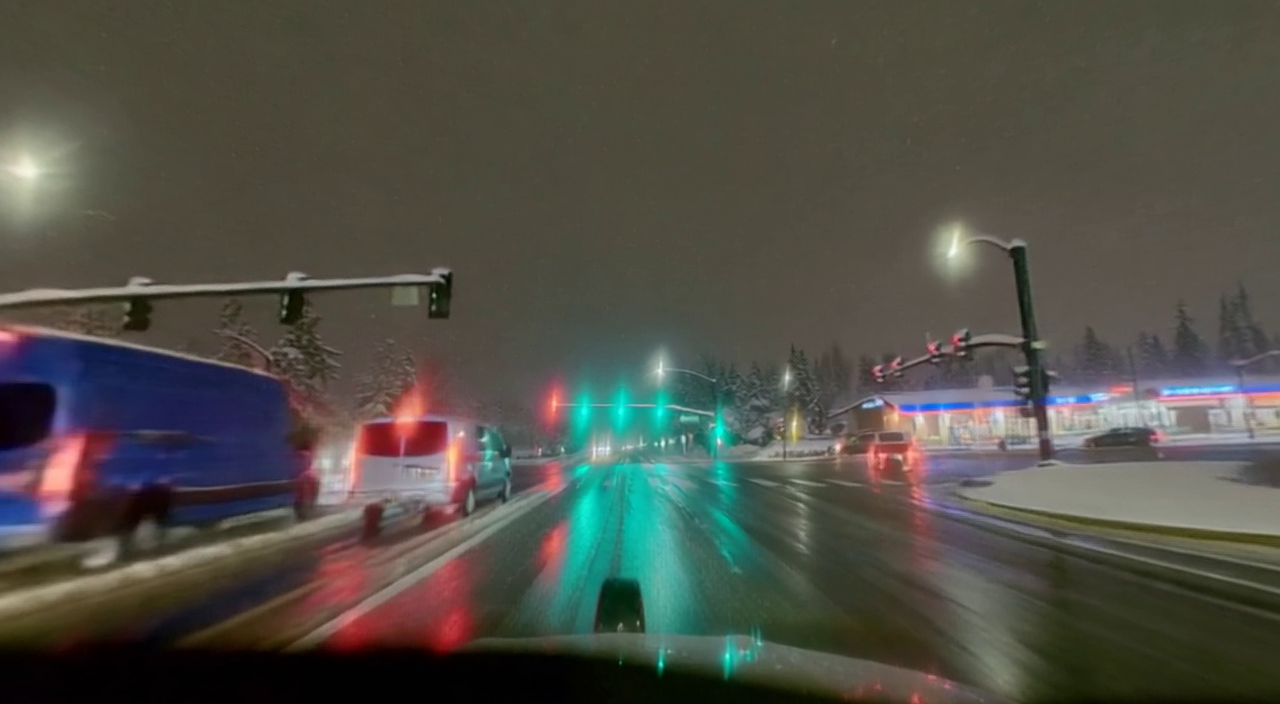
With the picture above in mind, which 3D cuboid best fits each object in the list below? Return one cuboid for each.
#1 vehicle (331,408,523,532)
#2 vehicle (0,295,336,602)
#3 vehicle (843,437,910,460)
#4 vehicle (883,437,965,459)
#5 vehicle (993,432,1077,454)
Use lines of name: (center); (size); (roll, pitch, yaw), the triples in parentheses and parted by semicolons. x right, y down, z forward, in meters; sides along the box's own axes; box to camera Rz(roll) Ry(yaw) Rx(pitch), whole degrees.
vehicle: (-3.955, 2.322, 12.971); (2.206, 2.007, 5.190); (0, -9, -1)
vehicle: (-6.593, 1.228, 8.335); (2.405, 2.696, 5.561); (0, -9, -1)
vehicle: (18.454, 7.536, 49.447); (4.364, 1.737, 1.967); (0, -9, -1)
vehicle: (19.346, 6.560, 43.141); (4.615, 1.474, 2.004); (0, -9, -1)
vehicle: (28.581, 6.636, 45.784); (4.768, 1.525, 1.919); (0, -9, -1)
